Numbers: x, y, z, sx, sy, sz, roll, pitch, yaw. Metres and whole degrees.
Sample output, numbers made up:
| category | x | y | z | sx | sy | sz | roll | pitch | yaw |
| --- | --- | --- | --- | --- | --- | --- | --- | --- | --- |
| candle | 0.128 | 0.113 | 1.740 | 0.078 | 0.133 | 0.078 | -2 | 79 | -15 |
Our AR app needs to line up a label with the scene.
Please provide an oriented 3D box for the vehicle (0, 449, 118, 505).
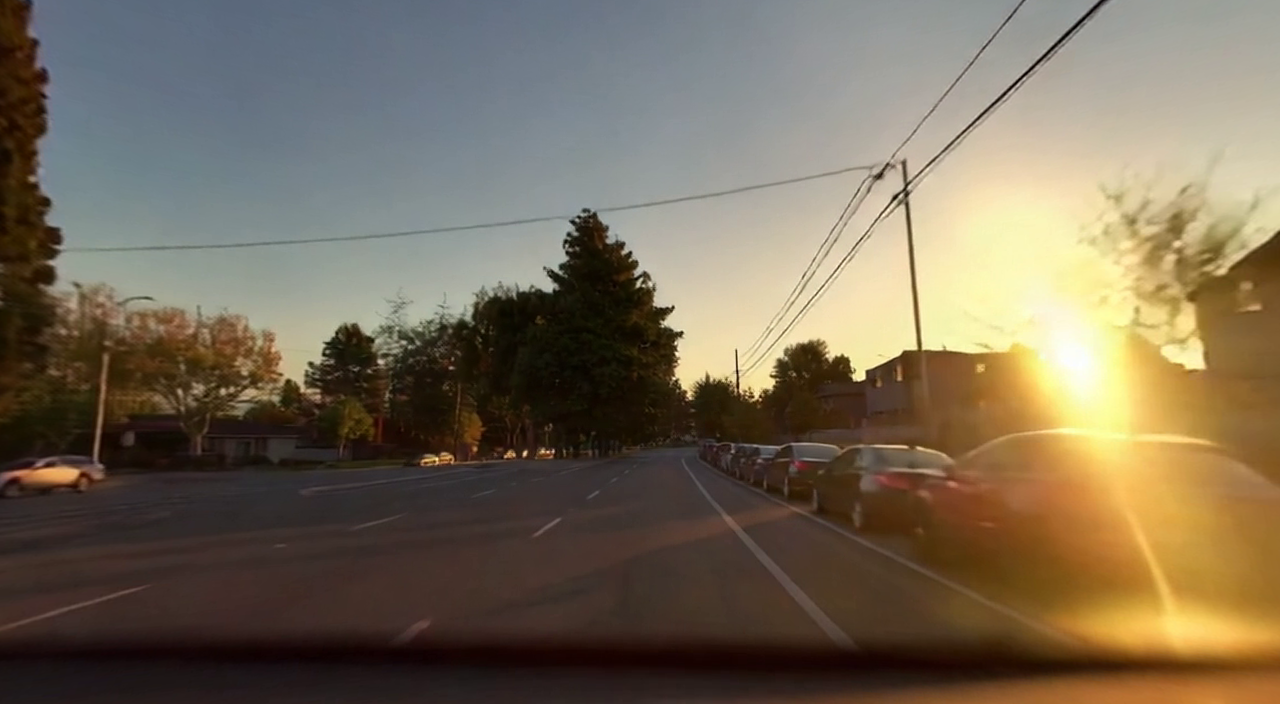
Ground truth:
| category | x | y | z | sx | sy | sz | roll | pitch | yaw |
| --- | --- | --- | --- | --- | --- | --- | --- | --- | --- |
| vehicle | -23.128 | 4.704 | 24.134 | 2.171 | 1.745 | 4.867 | -2 | -7 | 1 |

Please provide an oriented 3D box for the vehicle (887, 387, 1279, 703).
| category | x | y | z | sx | sy | sz | roll | pitch | yaw |
| --- | --- | --- | --- | --- | --- | --- | --- | --- | --- |
| vehicle | 4.118 | 1.345 | 5.576 | 1.957 | 1.657 | 4.452 | 0 | -9 | -2 |
